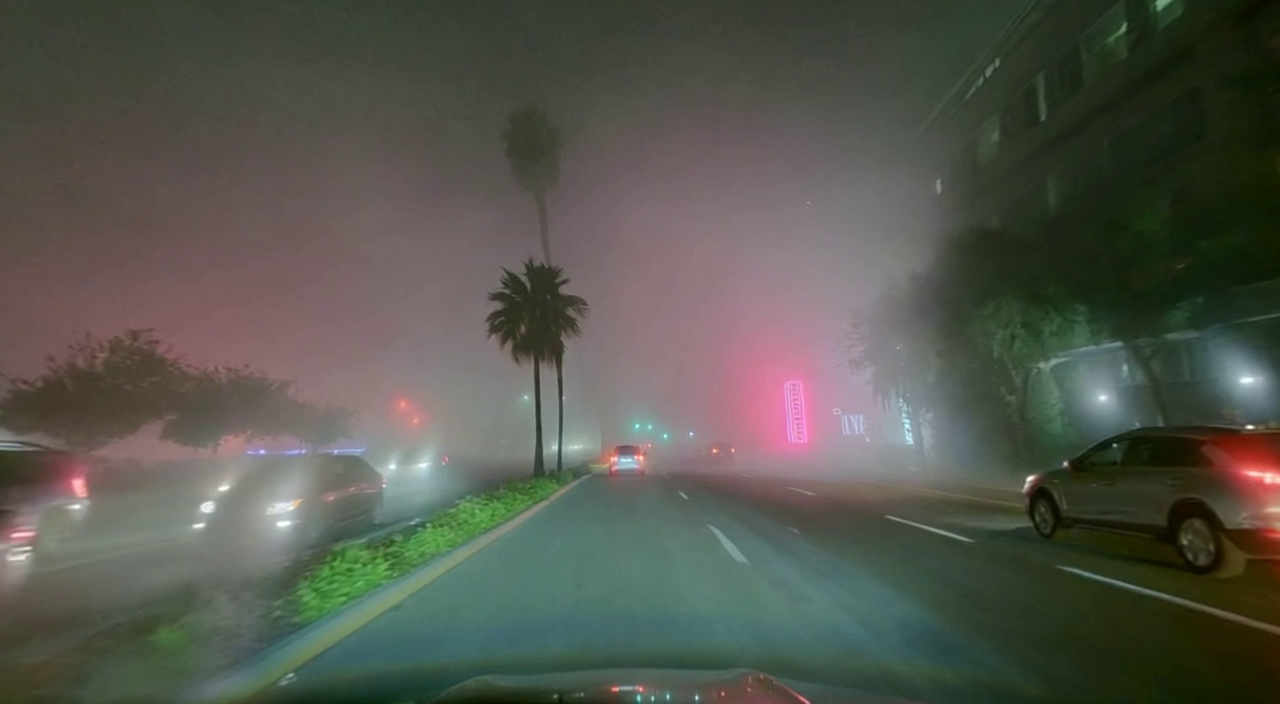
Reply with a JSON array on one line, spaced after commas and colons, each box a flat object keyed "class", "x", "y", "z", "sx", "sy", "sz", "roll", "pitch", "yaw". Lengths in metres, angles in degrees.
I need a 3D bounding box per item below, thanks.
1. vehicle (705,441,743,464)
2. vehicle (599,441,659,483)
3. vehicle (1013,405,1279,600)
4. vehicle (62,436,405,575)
[{"class": "vehicle", "x": 5.793, "y": 6.983, "z": 43.953, "sx": 1.970, "sy": 1.461, "sz": 4.267, "roll": 0, "pitch": -8, "yaw": -2}, {"class": "vehicle", "x": -0.382, "y": 3.928, "z": 22.792, "sx": 1.970, "sy": 1.402, "sz": 3.756, "roll": 0, "pitch": -8, "yaw": -1}, {"class": "vehicle", "x": 6.408, "y": 1.533, "z": 7.061, "sx": 1.949, "sy": 1.647, "sz": 3.894, "roll": 0, "pitch": -8, "yaw": -1}, {"class": "vehicle", "x": -5.183, "y": 1.966, "z": 8.998, "sx": 1.900, "sy": 1.458, "sz": 4.465, "roll": 0, "pitch": -8, "yaw": 0}]
